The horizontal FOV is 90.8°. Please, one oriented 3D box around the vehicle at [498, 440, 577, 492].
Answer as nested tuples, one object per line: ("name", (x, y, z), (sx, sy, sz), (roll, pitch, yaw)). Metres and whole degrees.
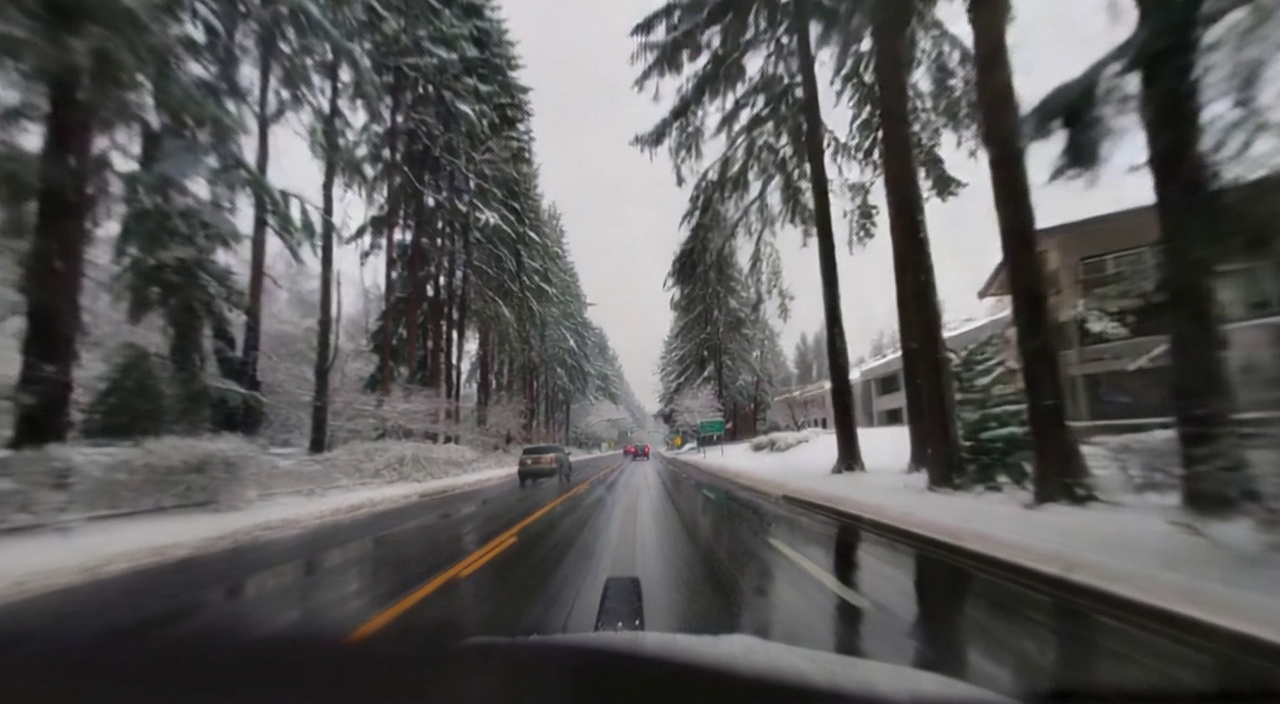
("vehicle", (-3.352, 3.835, 21.583), (1.942, 1.588, 4.172), (0, -9, 1))
